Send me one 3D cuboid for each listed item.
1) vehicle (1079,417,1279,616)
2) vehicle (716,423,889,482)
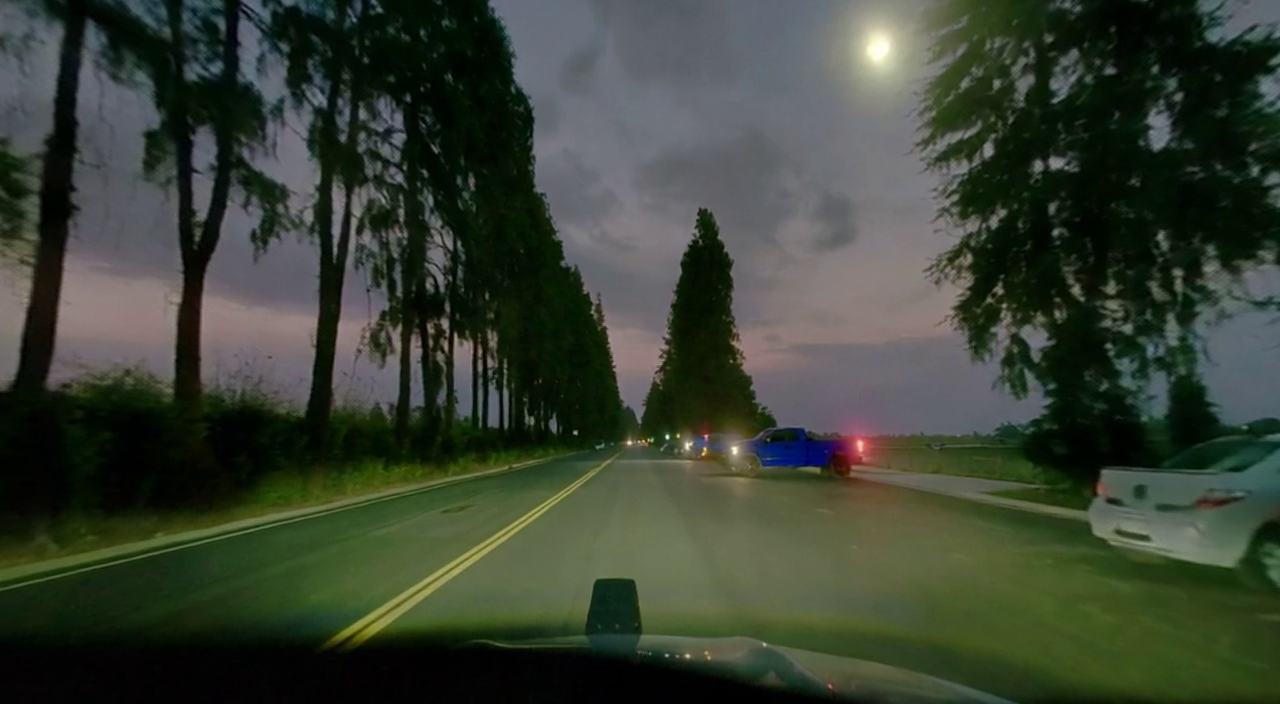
[{"bbox_3d":[7.093,1.491,6.280,3.937,1.597,2.004,0,-8,-2],"label":"vehicle"},{"bbox_3d":[5.946,3.775,23.842,5.797,2.070,2.502,0,-8,-1],"label":"vehicle"}]
